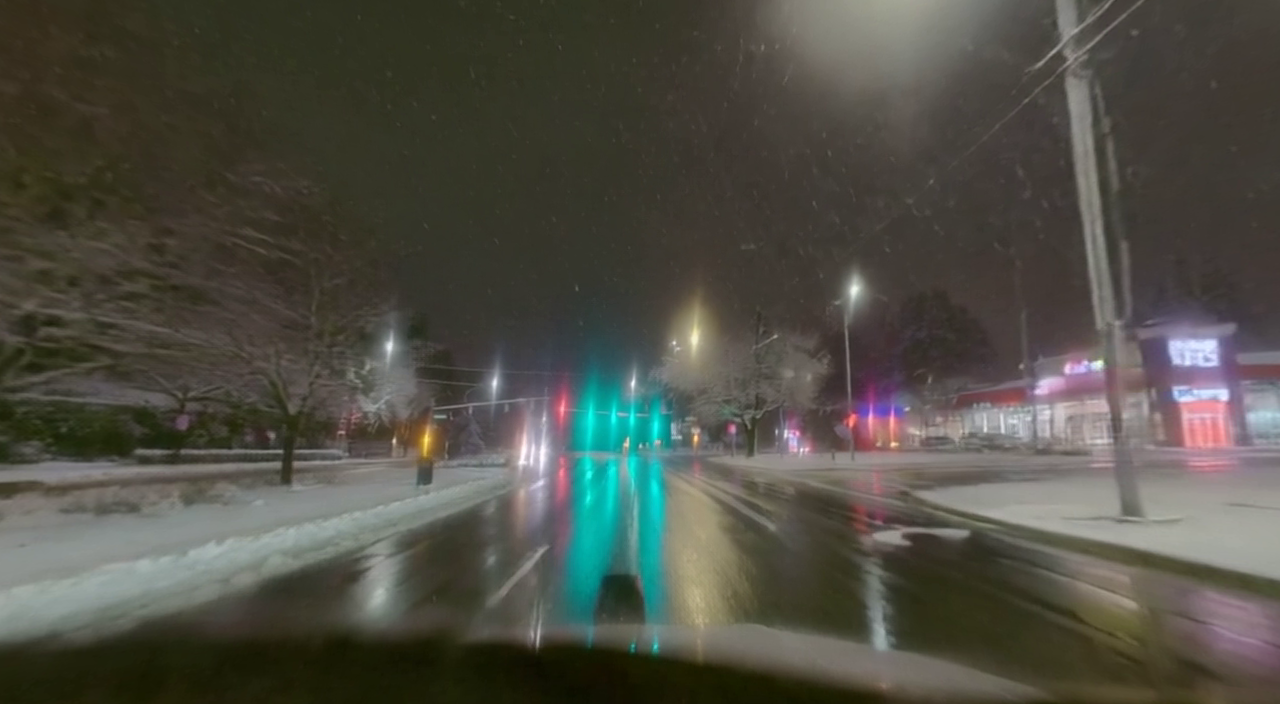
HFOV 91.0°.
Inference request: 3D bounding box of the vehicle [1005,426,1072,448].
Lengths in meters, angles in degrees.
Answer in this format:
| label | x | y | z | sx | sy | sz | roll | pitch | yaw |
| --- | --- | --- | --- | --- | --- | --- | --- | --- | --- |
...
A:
| label | x | y | z | sx | sy | sz | roll | pitch | yaw |
| --- | --- | --- | --- | --- | --- | --- | --- | --- | --- |
| vehicle | 31.578 | 6.737 | 49.945 | 4.051 | 1.611 | 1.944 | 1 | -8 | -2 |
